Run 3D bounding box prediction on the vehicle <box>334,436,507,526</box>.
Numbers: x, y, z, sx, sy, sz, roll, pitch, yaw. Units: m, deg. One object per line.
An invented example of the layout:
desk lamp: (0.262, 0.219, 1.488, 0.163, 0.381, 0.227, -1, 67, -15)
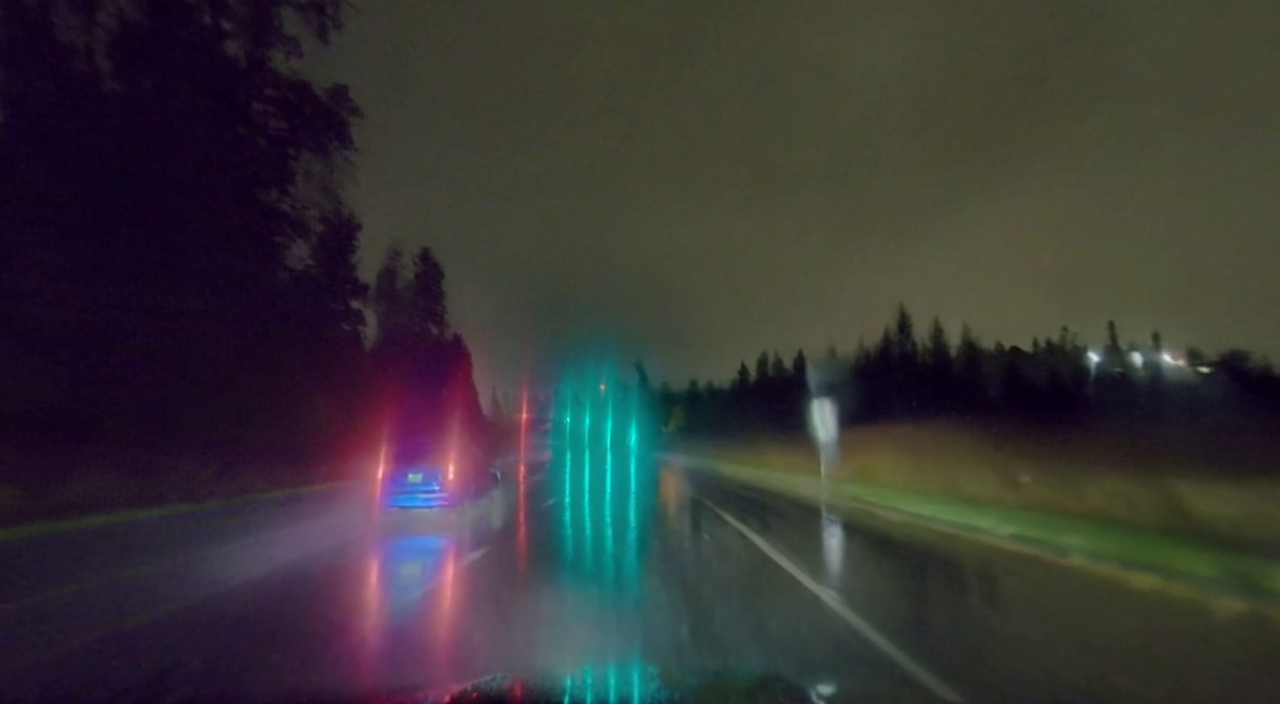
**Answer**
vehicle: (-4.202, 2.530, 12.975, 1.968, 1.503, 4.443, 0, -8, 0)
